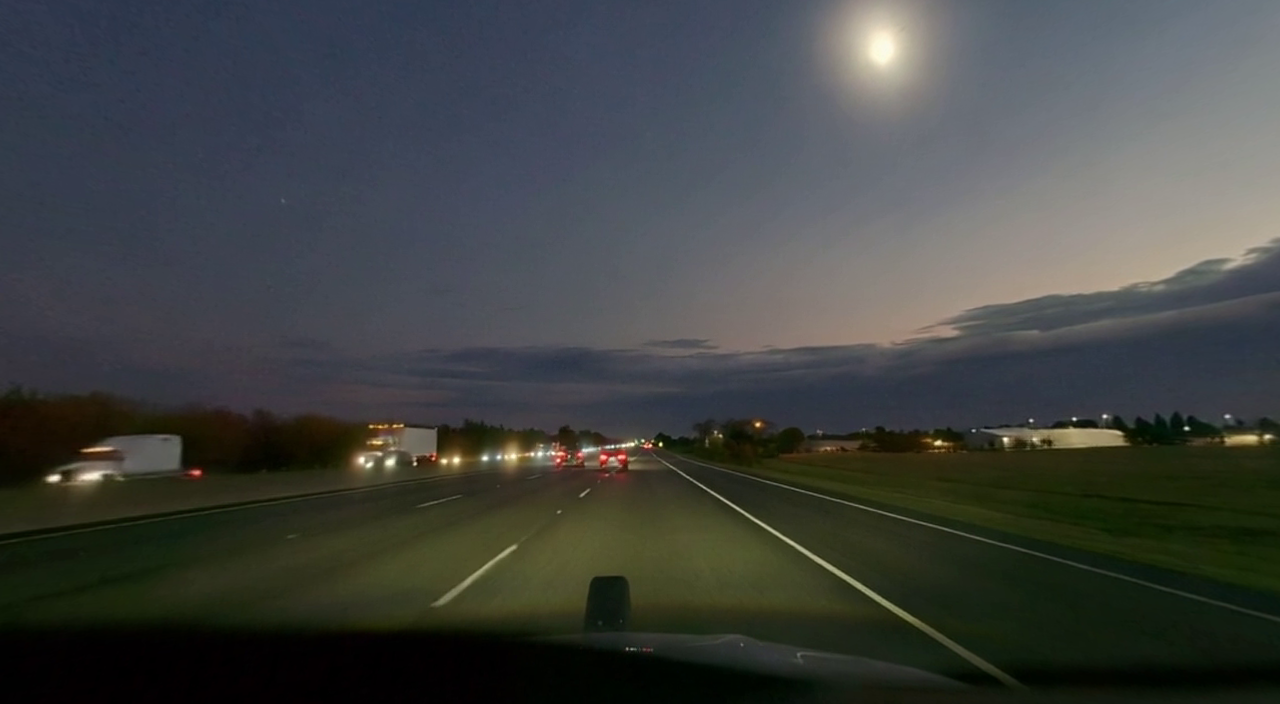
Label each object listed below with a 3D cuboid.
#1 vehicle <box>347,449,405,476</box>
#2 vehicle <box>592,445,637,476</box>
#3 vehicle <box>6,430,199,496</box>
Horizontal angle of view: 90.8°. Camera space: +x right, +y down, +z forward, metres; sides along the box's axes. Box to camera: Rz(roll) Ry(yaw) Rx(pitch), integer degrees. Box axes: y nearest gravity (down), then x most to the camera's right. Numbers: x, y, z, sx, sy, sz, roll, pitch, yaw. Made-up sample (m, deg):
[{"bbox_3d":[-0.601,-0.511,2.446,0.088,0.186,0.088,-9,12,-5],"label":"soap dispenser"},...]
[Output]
[{"bbox_3d":[-15.484,6.482,37.222,1.790,1.444,3.647,0,-9,1],"label":"vehicle"},{"bbox_3d":[-1.251,5.598,32.853,2.110,1.500,4.259,0,-9,1],"label":"vehicle"},{"bbox_3d":[-18.889,3.931,22.654,2.177,2.067,5.288,0,-9,0],"label":"vehicle"}]
